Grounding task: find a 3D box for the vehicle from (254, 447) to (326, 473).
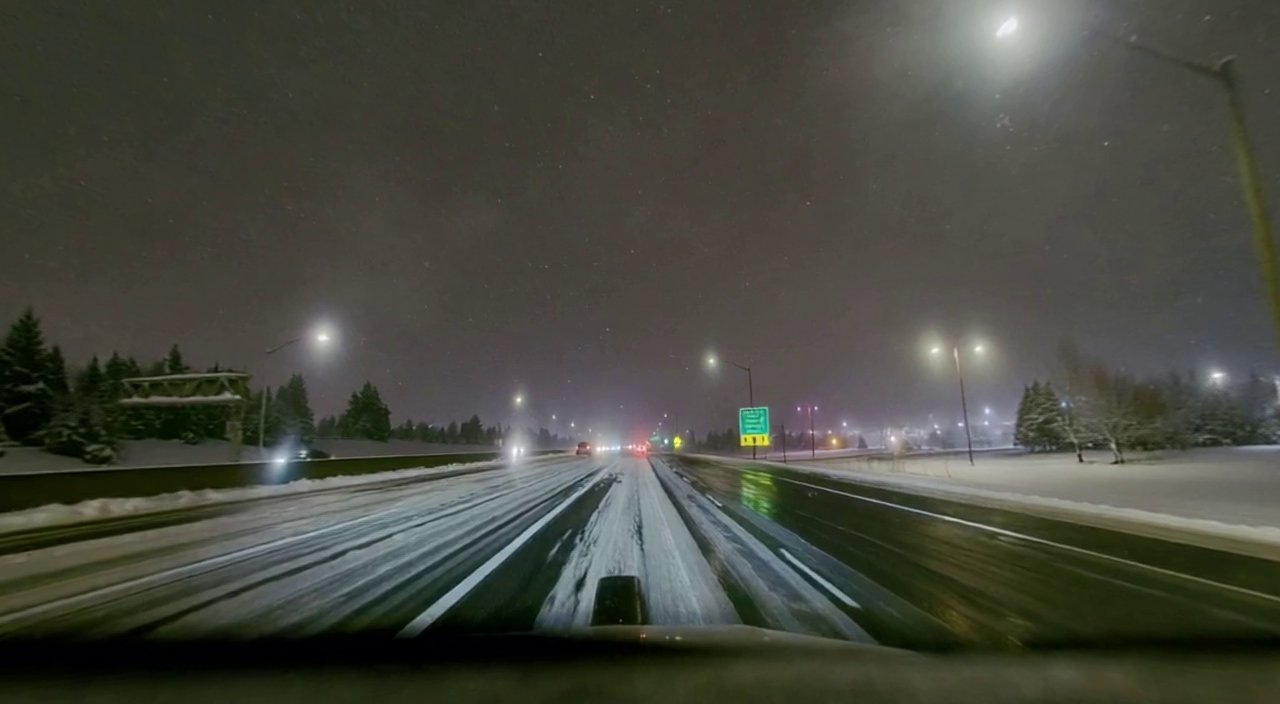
[{"bbox_3d":[-24.416,7.555,44.291,2.088,1.678,5.014,0,-8,1],"label":"vehicle"}]
